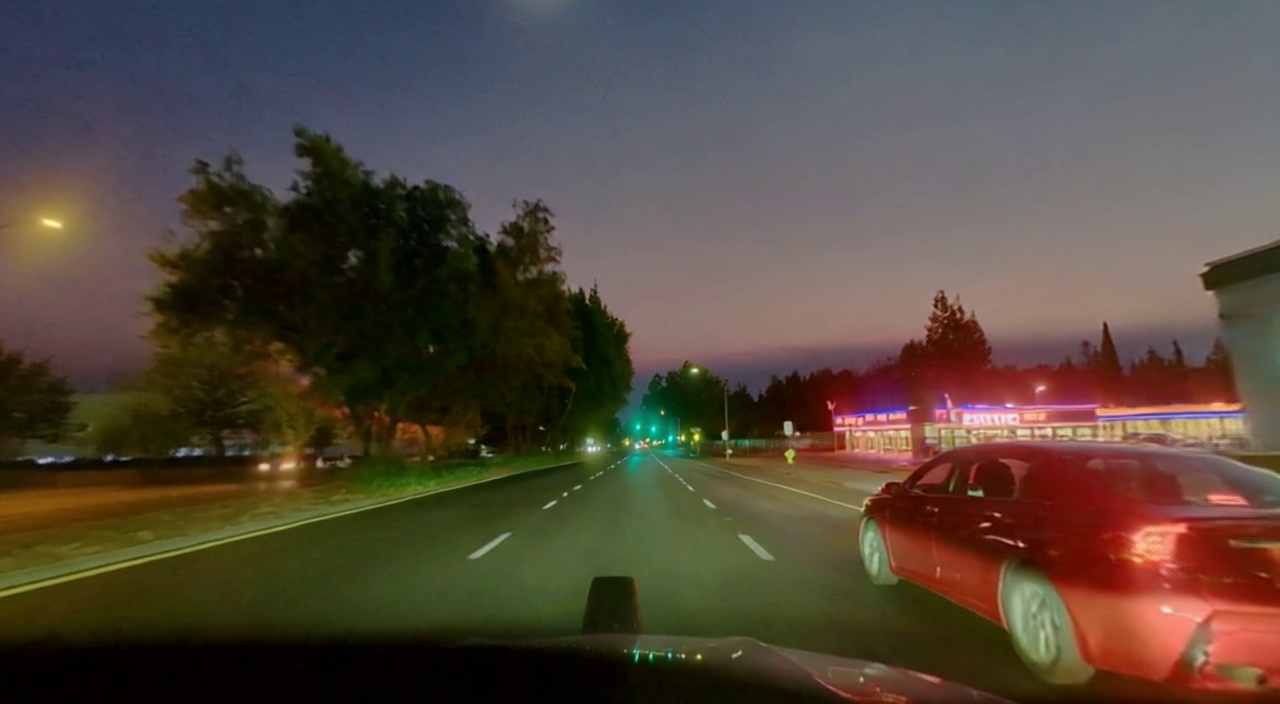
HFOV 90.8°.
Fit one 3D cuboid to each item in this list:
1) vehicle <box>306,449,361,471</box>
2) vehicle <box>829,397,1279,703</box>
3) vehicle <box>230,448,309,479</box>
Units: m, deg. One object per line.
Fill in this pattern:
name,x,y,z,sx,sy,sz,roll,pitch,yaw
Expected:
vehicle,-22.555,7.938,46.619,1.784,1.438,4.471,0,-8,0
vehicle,3.070,1.215,4.480,2.004,1.470,4.544,0,-8,0
vehicle,-19.349,5.823,33.153,1.761,1.488,3.822,-1,-8,1
